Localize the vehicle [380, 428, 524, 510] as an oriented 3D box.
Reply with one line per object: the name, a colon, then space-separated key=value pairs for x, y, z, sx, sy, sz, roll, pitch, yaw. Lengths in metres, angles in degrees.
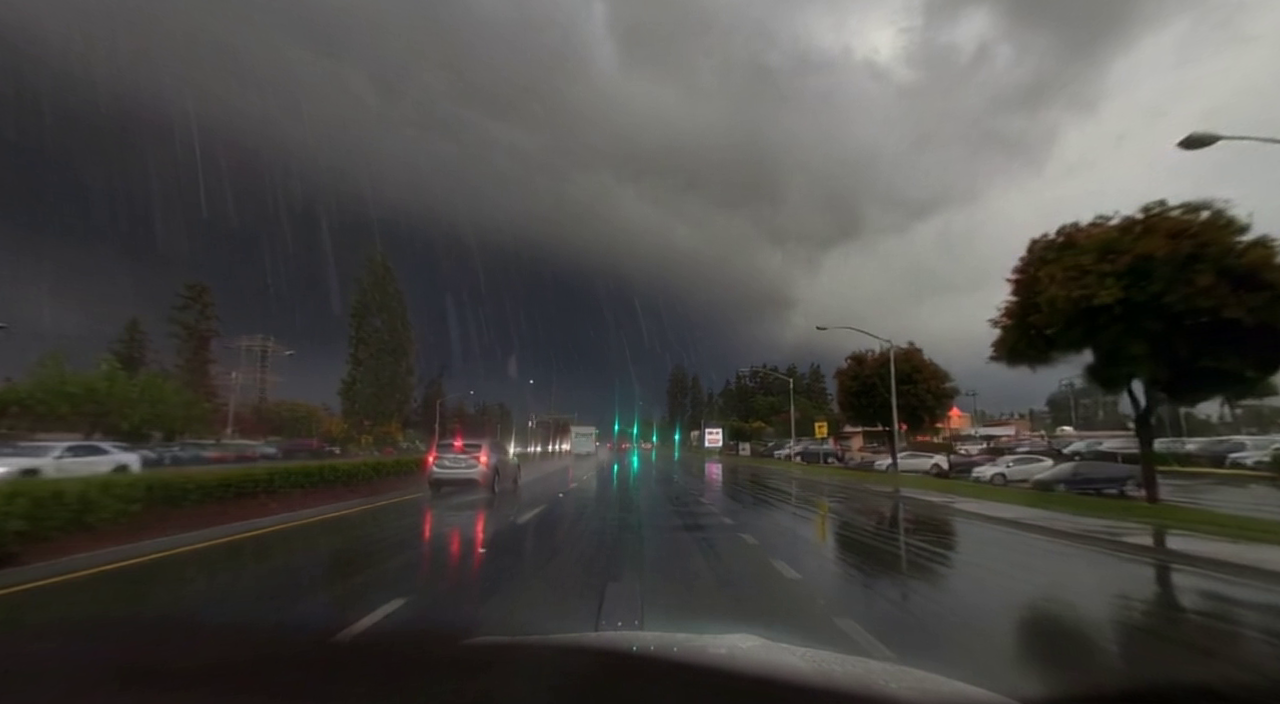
vehicle: x=-4.276 y=2.732 z=15.147 sx=2.109 sy=1.672 sz=4.256 roll=0 pitch=-9 yaw=0

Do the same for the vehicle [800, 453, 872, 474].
vehicle: x=14.887 y=8.489 z=47.994 sx=4.788 sy=1.464 sz=2.083 roll=-1 pitch=-10 yaw=0

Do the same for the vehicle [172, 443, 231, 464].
vehicle: x=-34.366 y=7.965 z=49.473 sx=1.804 sy=1.562 sz=3.847 roll=2 pitch=-9 yaw=0

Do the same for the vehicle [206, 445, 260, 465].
vehicle: x=-32.195 y=8.155 z=49.890 sx=1.724 sy=1.479 sz=3.791 roll=0 pitch=-9 yaw=-1

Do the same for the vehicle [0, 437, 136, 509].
vehicle: x=-16.306 y=3.146 z=16.700 sx=2.104 sy=1.689 sz=4.476 roll=0 pitch=-9 yaw=0

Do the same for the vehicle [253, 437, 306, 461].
vehicle: x=-28.124 y=7.534 z=49.238 sx=1.789 sy=1.532 sz=3.805 roll=7 pitch=-7 yaw=0

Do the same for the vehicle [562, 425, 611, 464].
vehicle: x=-3.648 y=6.543 z=44.583 sx=2.917 sy=2.524 sz=6.990 roll=0 pitch=-9 yaw=-1

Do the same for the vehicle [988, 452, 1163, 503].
vehicle: x=16.718 y=4.823 z=24.415 sx=5.041 sy=1.803 sz=2.182 roll=-1 pitch=-9 yaw=2

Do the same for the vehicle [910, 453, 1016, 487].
vehicle: x=16.808 y=6.130 z=32.894 sx=4.413 sy=1.659 sz=1.913 roll=0 pitch=-9 yaw=-1
